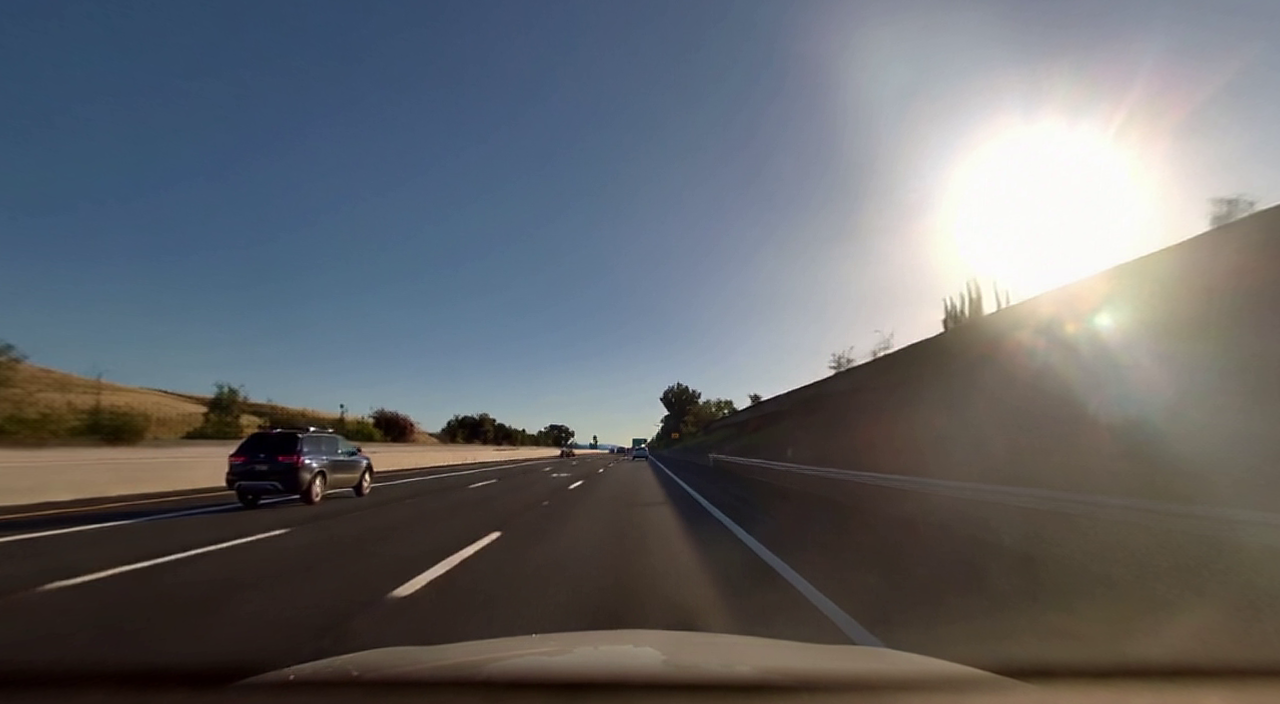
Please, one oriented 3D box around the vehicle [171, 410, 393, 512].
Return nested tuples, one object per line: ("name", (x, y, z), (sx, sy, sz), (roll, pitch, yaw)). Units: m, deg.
("vehicle", (-7.889, 2.462, 14.654), (2.163, 1.947, 4.959), (0, -9, 1))
